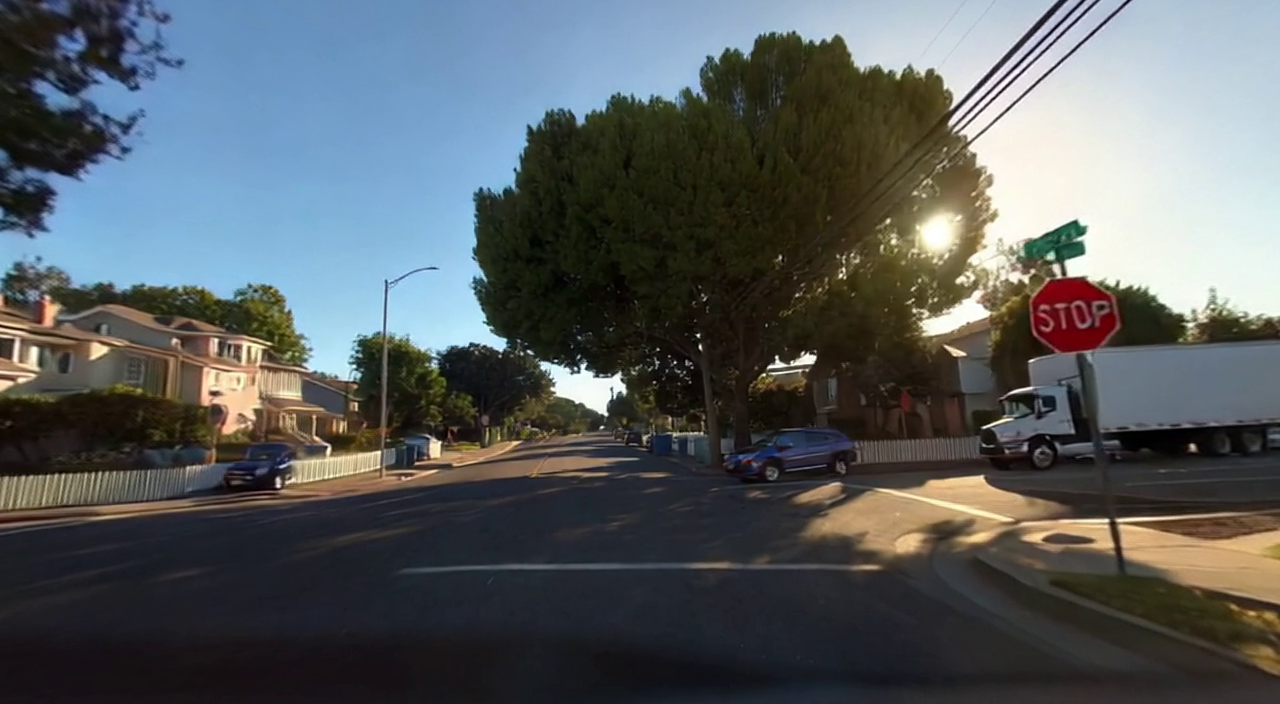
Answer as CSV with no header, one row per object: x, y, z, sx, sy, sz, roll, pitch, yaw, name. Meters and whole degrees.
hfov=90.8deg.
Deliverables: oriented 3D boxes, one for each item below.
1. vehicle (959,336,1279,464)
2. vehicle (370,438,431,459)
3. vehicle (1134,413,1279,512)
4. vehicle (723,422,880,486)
14.309,1.523,18.936,7.759,3.523,2.930,0,-9,-1,vehicle
-17.416,7.051,46.160,3.911,1.515,1.802,2,-9,-14,vehicle
11.563,1.867,10.893,4.488,1.507,1.954,0,-8,-3,vehicle
4.629,2.949,18.468,3.867,1.710,2.107,1,-9,-10,vehicle
